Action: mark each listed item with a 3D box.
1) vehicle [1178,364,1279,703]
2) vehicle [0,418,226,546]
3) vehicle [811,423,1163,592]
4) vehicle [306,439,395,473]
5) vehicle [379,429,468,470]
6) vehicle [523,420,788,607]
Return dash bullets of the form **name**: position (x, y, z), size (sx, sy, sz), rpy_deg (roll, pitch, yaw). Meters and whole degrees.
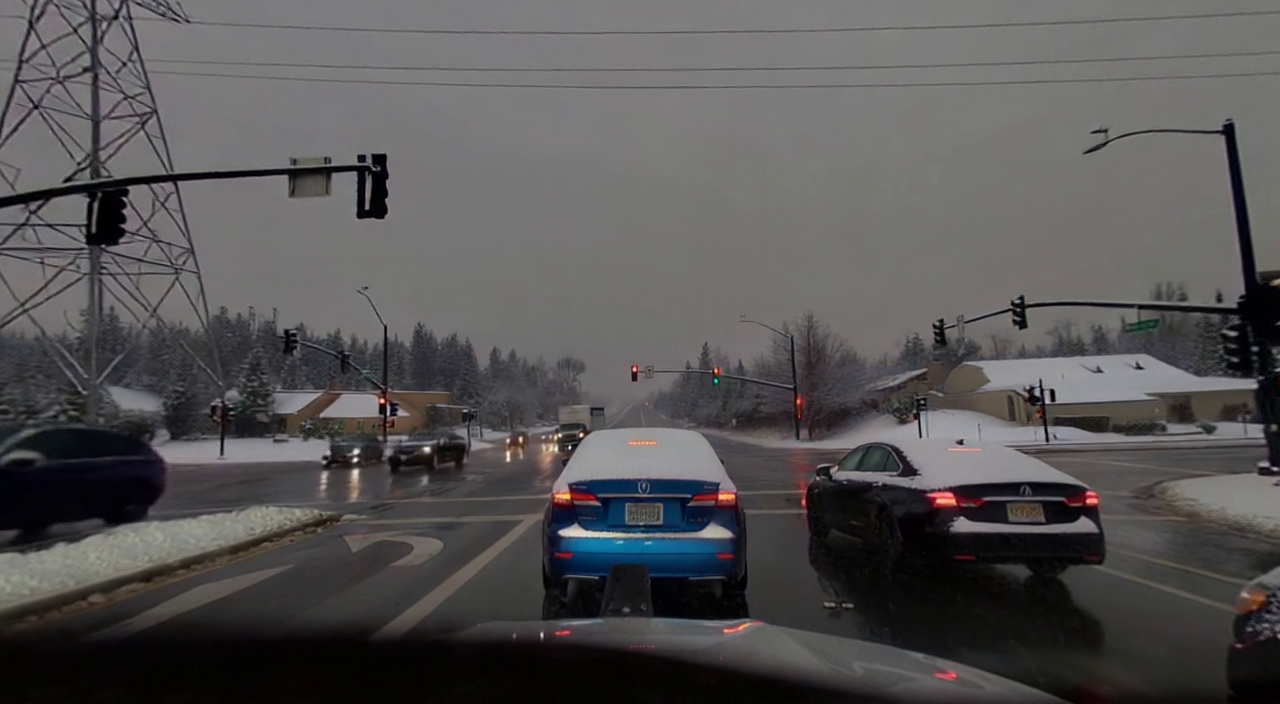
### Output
- **vehicle**: position (3.409, 0.592, 0.632), size (1.926, 1.614, 4.330), rpy_deg (0, -8, 1)
- **vehicle**: position (-10.245, 2.161, 10.951), size (2.161, 1.818, 5.672), rpy_deg (0, -8, 1)
- **vehicle**: position (3.654, 1.687, 7.727), size (1.835, 1.473, 4.190), rpy_deg (0, -8, -2)
- **vehicle**: position (-13.764, 4.956, 30.308), size (1.982, 1.469, 4.583), rpy_deg (-1, -8, 2)
- **vehicle**: position (-10.012, 4.577, 29.641), size (2.239, 1.719, 4.948), rpy_deg (-1, -8, 3)
- **vehicle**: position (0.113, 1.600, 7.134), size (2.117, 1.474, 4.036), rpy_deg (0, -8, 0)
